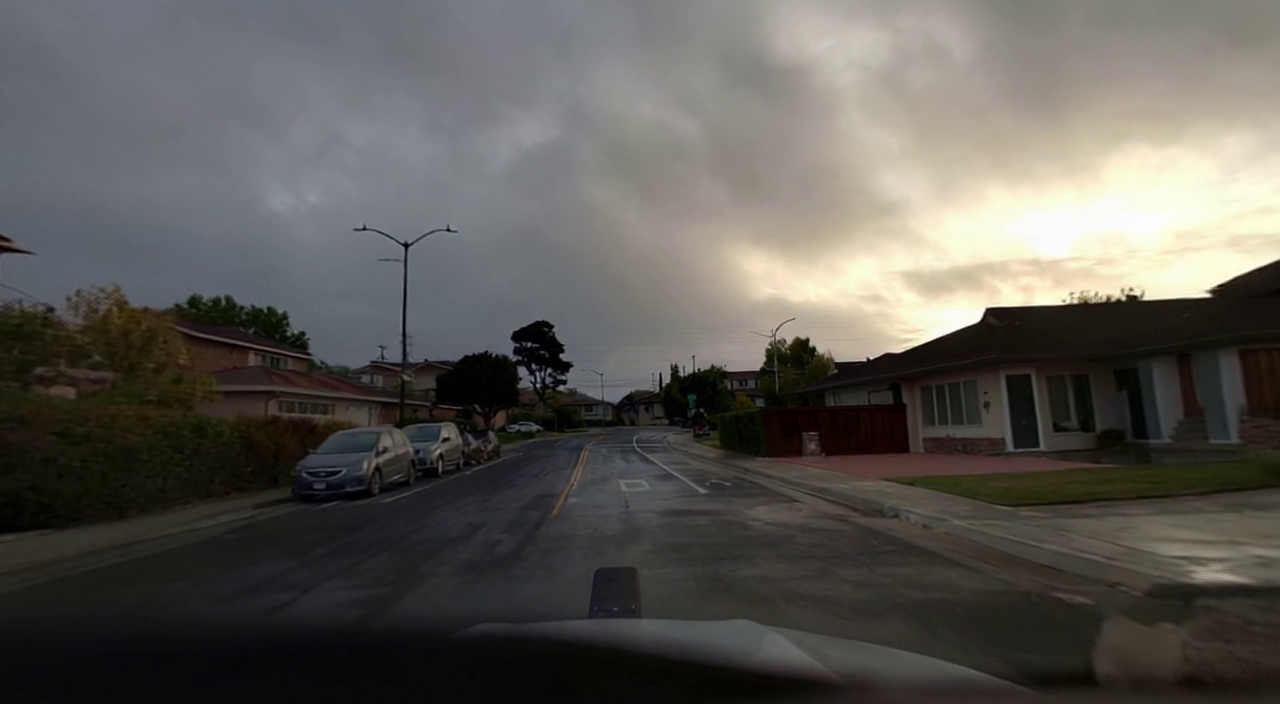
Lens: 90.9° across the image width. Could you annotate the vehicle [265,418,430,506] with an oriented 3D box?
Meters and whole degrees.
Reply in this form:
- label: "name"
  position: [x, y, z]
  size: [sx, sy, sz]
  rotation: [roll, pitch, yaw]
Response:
- label: "vehicle"
  position: [-6.669, 2.529, 14.998]
  size: [2.147, 1.780, 4.165]
  rotation: [0, -8, -4]
